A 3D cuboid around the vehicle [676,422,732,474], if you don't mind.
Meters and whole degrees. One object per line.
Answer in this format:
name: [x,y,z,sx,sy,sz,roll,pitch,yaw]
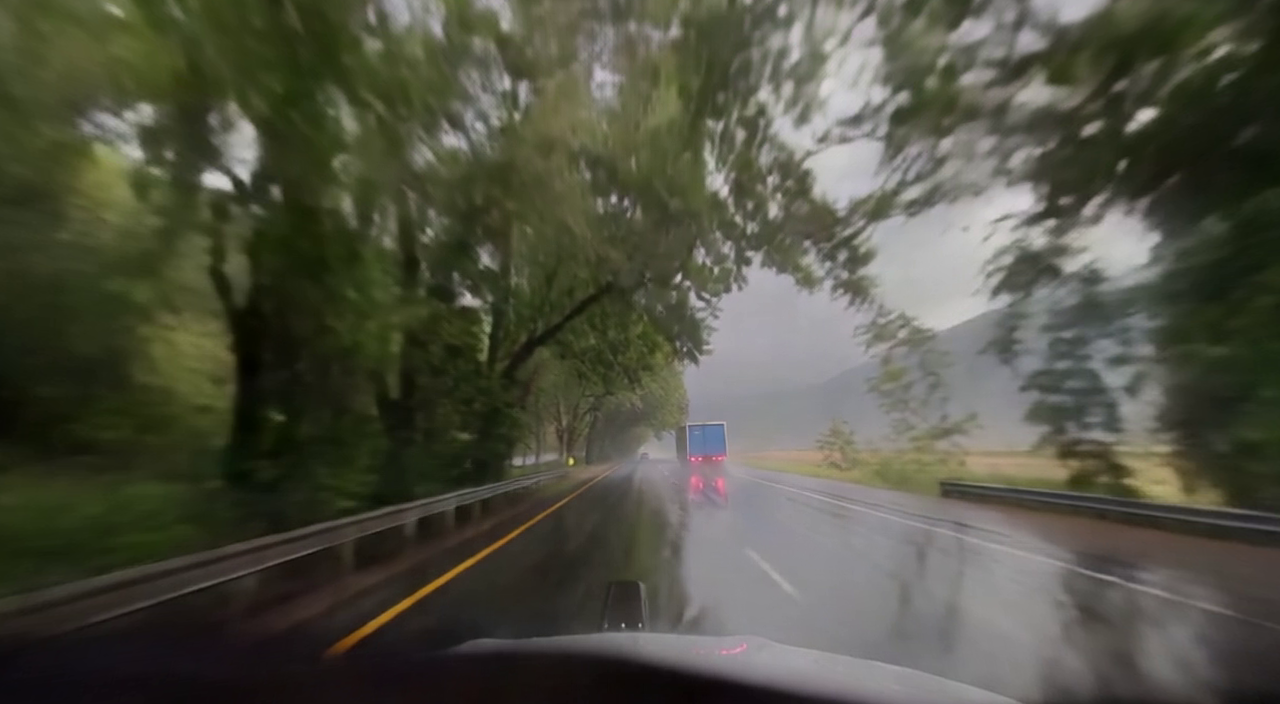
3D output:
vehicle: [3.631,5.724,37.361,2.572,2.795,5.978,0,-9,-1]
